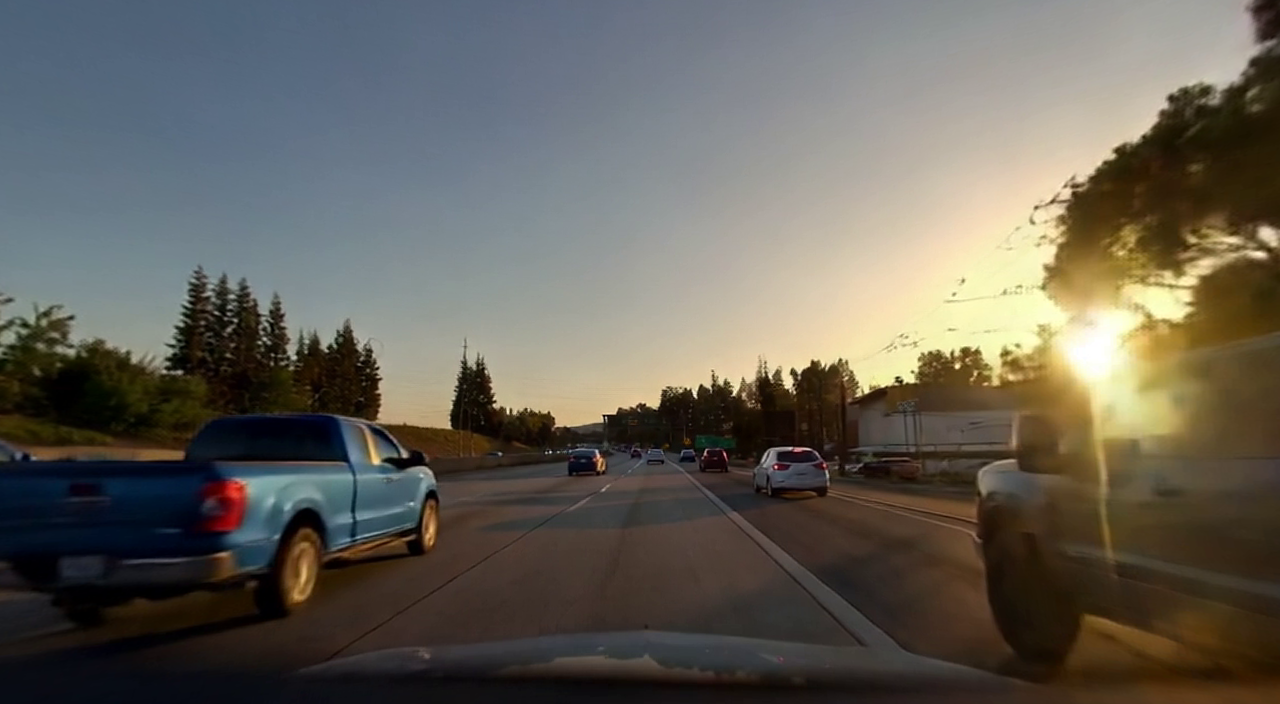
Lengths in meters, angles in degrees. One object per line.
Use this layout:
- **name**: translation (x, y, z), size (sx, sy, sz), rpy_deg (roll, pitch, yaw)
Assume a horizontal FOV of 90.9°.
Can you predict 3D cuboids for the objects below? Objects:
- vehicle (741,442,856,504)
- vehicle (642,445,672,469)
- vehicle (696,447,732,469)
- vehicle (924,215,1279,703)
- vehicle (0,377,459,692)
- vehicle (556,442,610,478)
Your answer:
- **vehicle**: translation (4.289, 3.327, 17.888), size (2.111, 1.498, 4.466), rpy_deg (0, -8, 0)
- **vehicle**: translation (1.214, 7.674, 46.322), size (2.080, 1.682, 4.150), rpy_deg (0, -8, 1)
- **vehicle**: translation (5.201, 7.529, 44.896), size (2.072, 1.456, 4.537), rpy_deg (0, -8, 1)
- **vehicle**: translation (3.648, 0.508, 1.537), size (3.024, 2.092, 6.797), rpy_deg (-1, -8, 3)
- **vehicle**: translation (-3.543, 1.368, 5.959), size (2.146, 1.775, 4.553), rpy_deg (0, -8, 2)
- **vehicle**: translation (-2.878, 5.587, 32.949), size (2.209, 1.714, 4.576), rpy_deg (-1, -8, 2)
